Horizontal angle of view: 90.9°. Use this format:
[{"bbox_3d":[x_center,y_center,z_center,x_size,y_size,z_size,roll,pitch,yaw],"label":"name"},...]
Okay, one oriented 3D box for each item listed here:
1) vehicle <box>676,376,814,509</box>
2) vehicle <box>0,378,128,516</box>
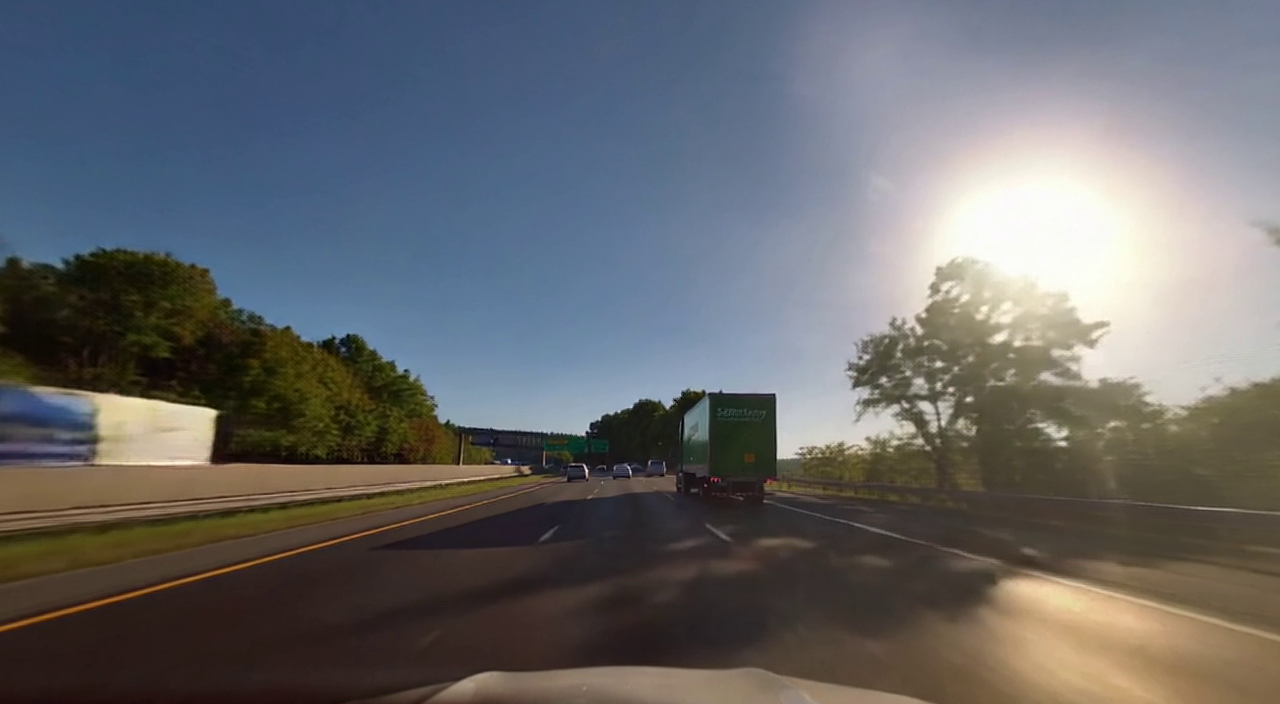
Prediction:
[{"bbox_3d":[3.833,4.204,27.603,2.992,4.300,13.967,1,-10,-3],"label":"vehicle"},{"bbox_3d":[-12.685,1.612,10.837,2.371,2.442,6.351,1,-10,-1],"label":"vehicle"}]
